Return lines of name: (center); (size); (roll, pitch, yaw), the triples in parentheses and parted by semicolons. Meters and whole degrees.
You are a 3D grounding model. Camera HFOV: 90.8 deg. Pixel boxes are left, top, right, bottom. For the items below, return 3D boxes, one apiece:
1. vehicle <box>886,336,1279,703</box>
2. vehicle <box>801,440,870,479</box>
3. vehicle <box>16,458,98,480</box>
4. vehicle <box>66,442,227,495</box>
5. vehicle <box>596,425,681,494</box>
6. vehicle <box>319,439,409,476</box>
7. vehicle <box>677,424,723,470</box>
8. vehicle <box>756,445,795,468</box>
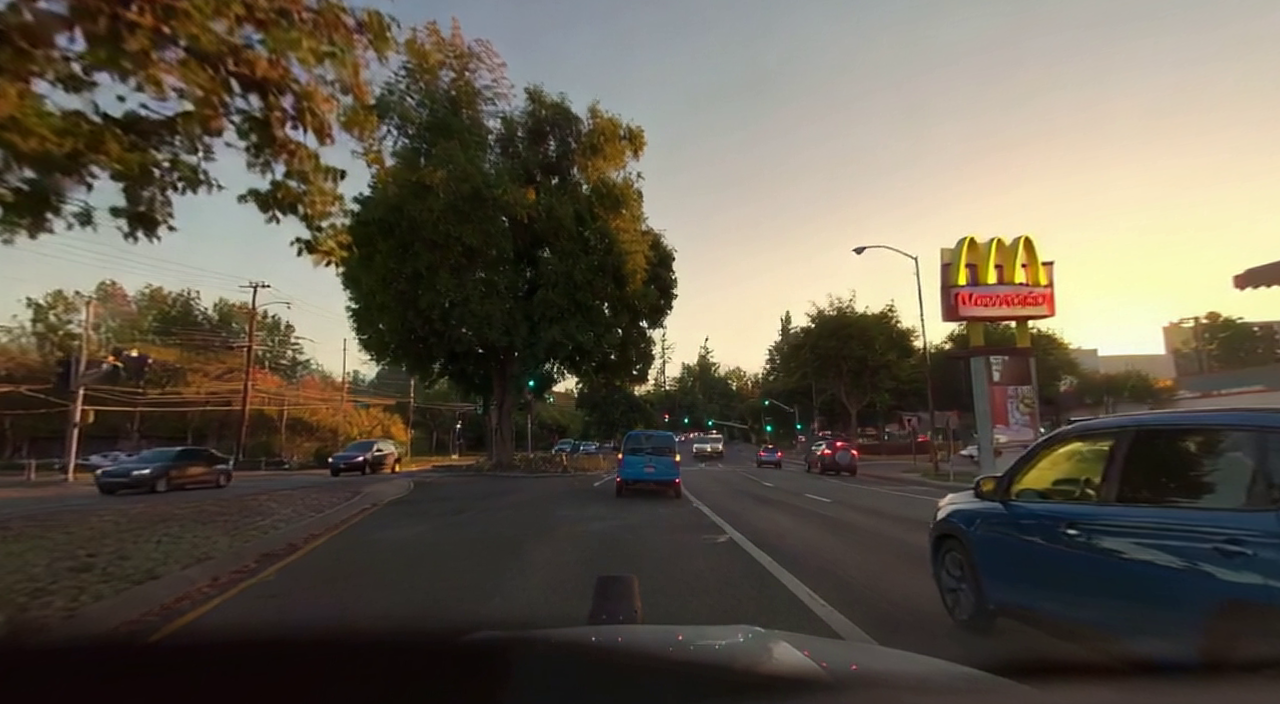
vehicle: (3.346, 1.004, 3.589); (2.076, 1.716, 4.416); (0, -9, 0)
vehicle: (9.544, 5.264, 31.244); (1.977, 1.786, 4.344); (0, -9, 0)
vehicle: (-45.591, 9.170, 49.462); (4.675, 1.644, 1.785); (0, -9, 2)
vehicle: (-18.928, 4.455, 24.631); (2.050, 1.797, 4.945); (-1, -9, 3)
vehicle: (-0.086, 3.382, 20.260); (2.402, 1.938, 4.535); (0, -9, -1)
vehicle: (-14.787, 5.683, 34.216); (2.311, 1.849, 4.889); (-1, -9, 6)
vehicle: (3.581, 5.730, 38.284); (2.239, 2.586, 4.586); (1, -8, -1)
vehicle: (9.775, 7.565, 45.901); (1.879, 1.517, 4.006); (0, -9, 0)
